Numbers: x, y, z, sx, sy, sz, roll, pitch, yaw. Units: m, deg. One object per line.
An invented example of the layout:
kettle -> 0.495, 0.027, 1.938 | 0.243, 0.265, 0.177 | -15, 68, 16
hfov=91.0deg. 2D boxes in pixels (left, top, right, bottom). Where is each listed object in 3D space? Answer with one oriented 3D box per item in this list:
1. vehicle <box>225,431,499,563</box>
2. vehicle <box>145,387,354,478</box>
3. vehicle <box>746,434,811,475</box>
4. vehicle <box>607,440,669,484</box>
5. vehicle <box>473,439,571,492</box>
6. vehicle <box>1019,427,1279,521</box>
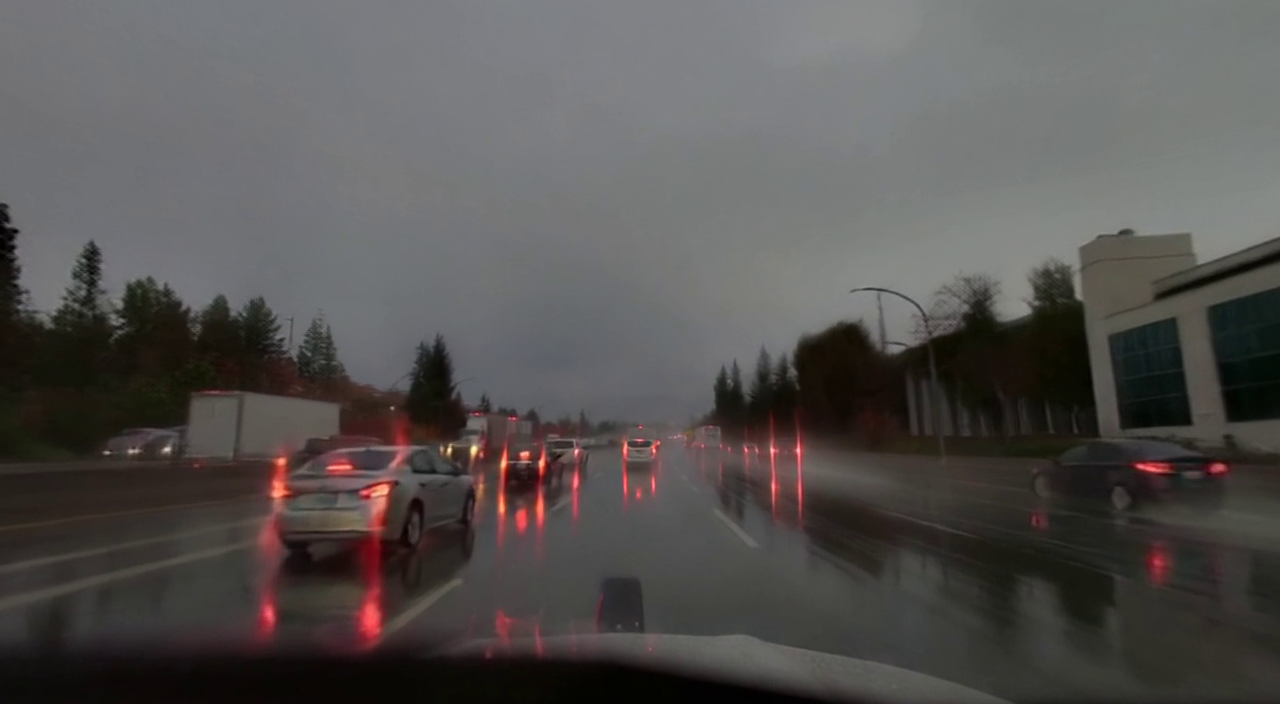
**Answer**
vehicle -> -3.569, 1.941, 9.146 | 2.025, 1.449, 4.190 | 0, -9, 1
vehicle -> -18.813, 4.208, 31.866 | 2.989, 3.764, 11.425 | 0, -9, 1
vehicle -> 6.451, 4.832, 29.809 | 1.992, 1.745, 4.329 | 0, -9, -1
vehicle -> -0.078, 3.984, 23.127 | 2.053, 1.461, 3.941 | 0, -9, 0
vehicle -> -3.540, 3.534, 19.907 | 2.098, 1.463, 4.578 | 0, -9, 2
vehicle -> 10.189, 2.449, 13.077 | 2.066, 1.629, 3.945 | 0, -9, -1
